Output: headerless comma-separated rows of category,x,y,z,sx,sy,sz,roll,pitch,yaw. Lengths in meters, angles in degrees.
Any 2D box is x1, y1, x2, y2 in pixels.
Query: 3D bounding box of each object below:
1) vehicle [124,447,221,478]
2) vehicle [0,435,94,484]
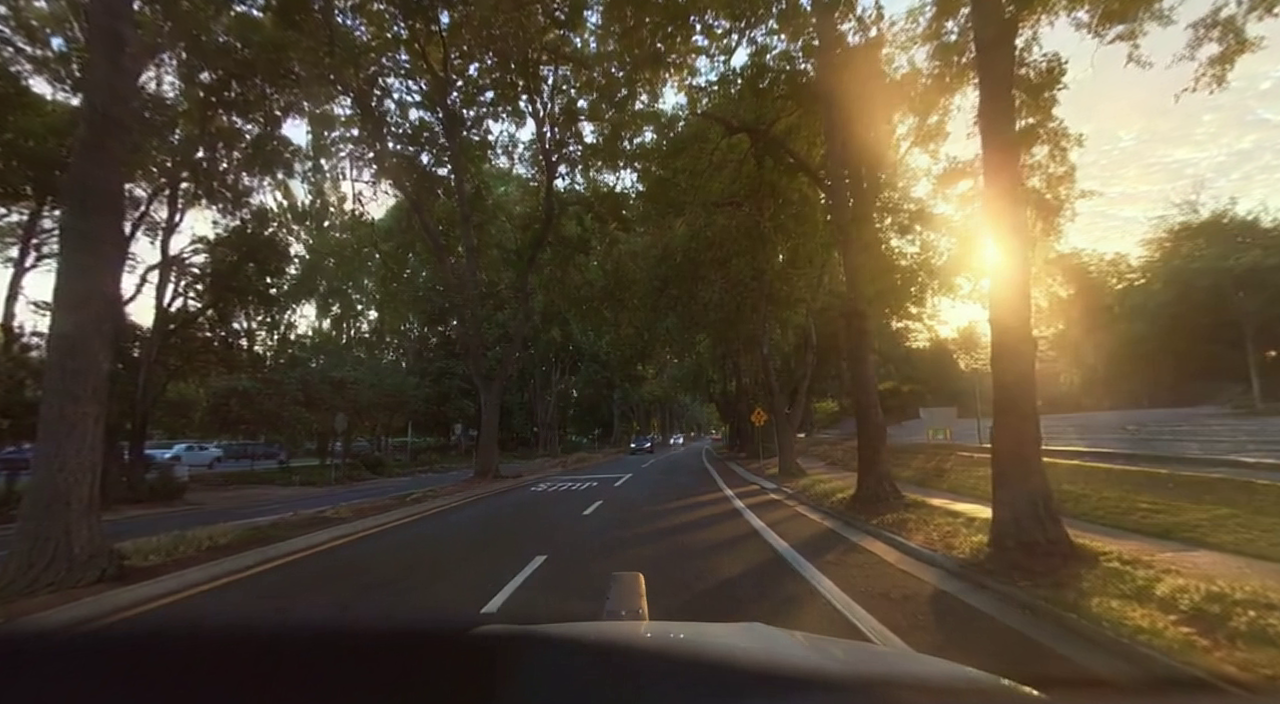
vehicle,-26.606,6.279,36.027,4.007,1.459,1.952,-2,-8,1
vehicle,-28.432,5.003,29.247,4.733,1.892,1.939,-4,-4,2
